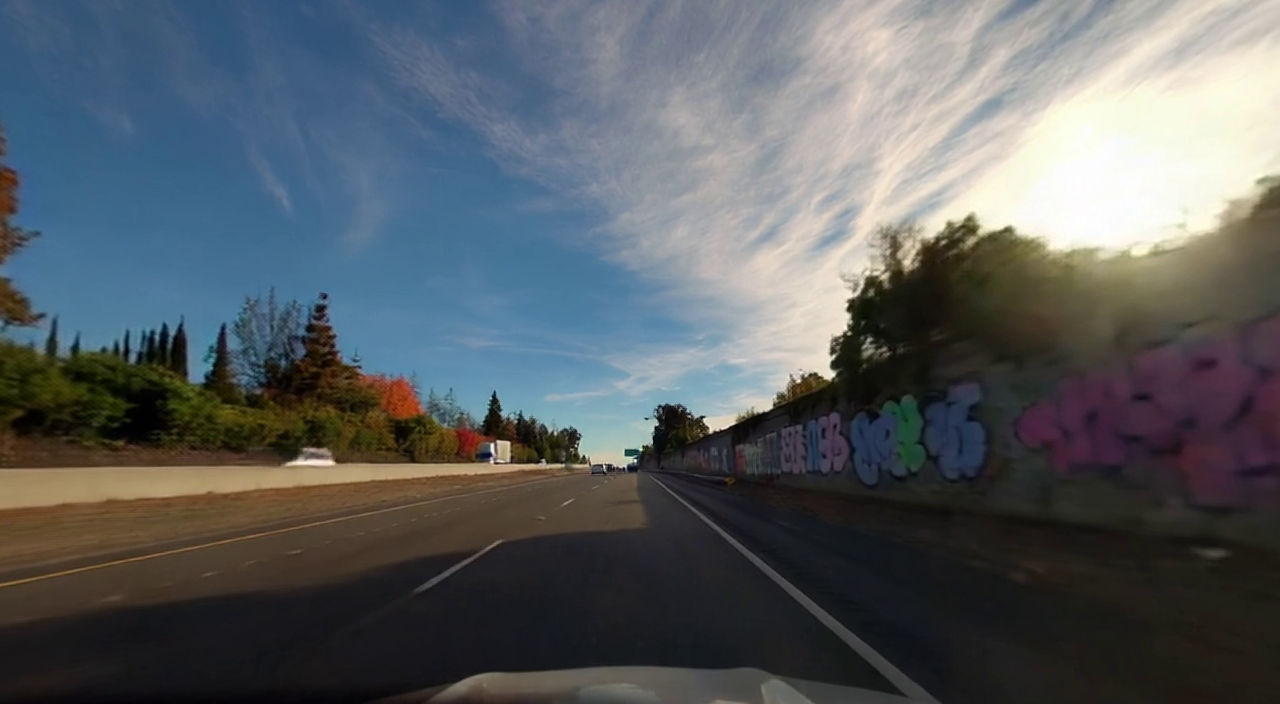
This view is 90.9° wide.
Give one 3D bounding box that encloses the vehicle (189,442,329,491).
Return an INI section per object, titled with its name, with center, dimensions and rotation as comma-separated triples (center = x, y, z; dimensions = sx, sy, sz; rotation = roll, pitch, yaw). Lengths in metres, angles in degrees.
[vehicle]
center = -13.212, 4.045, 22.262
dimensions = 2.015, 1.496, 4.666
rotation = 1, -10, 0
